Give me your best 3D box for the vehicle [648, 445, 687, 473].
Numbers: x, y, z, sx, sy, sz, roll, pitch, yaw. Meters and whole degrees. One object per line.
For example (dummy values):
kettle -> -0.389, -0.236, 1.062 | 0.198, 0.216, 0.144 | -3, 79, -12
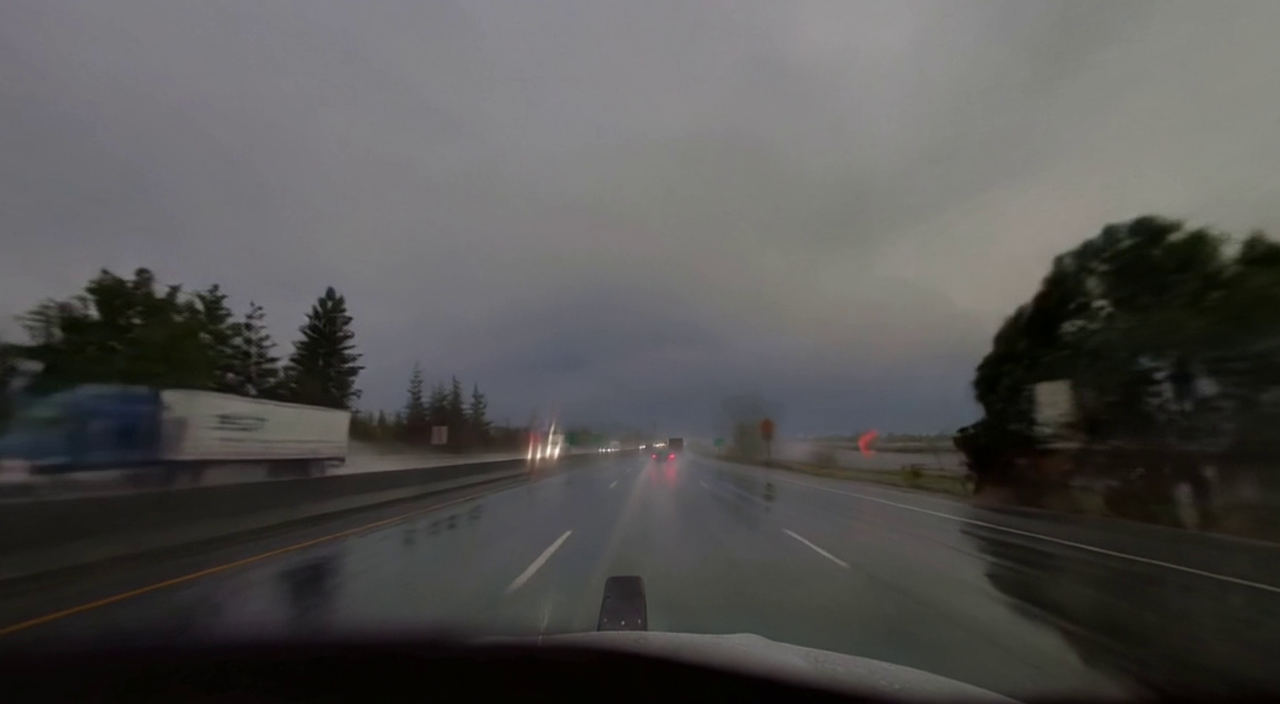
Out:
vehicle -> 1.671, 6.741, 39.881 | 2.231, 1.652, 4.503 | 0, -9, 0

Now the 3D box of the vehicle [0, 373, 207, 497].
vehicle -> -19.369, 3.025, 22.649 | 3.144, 3.853, 5.859 | 0, -9, 1
